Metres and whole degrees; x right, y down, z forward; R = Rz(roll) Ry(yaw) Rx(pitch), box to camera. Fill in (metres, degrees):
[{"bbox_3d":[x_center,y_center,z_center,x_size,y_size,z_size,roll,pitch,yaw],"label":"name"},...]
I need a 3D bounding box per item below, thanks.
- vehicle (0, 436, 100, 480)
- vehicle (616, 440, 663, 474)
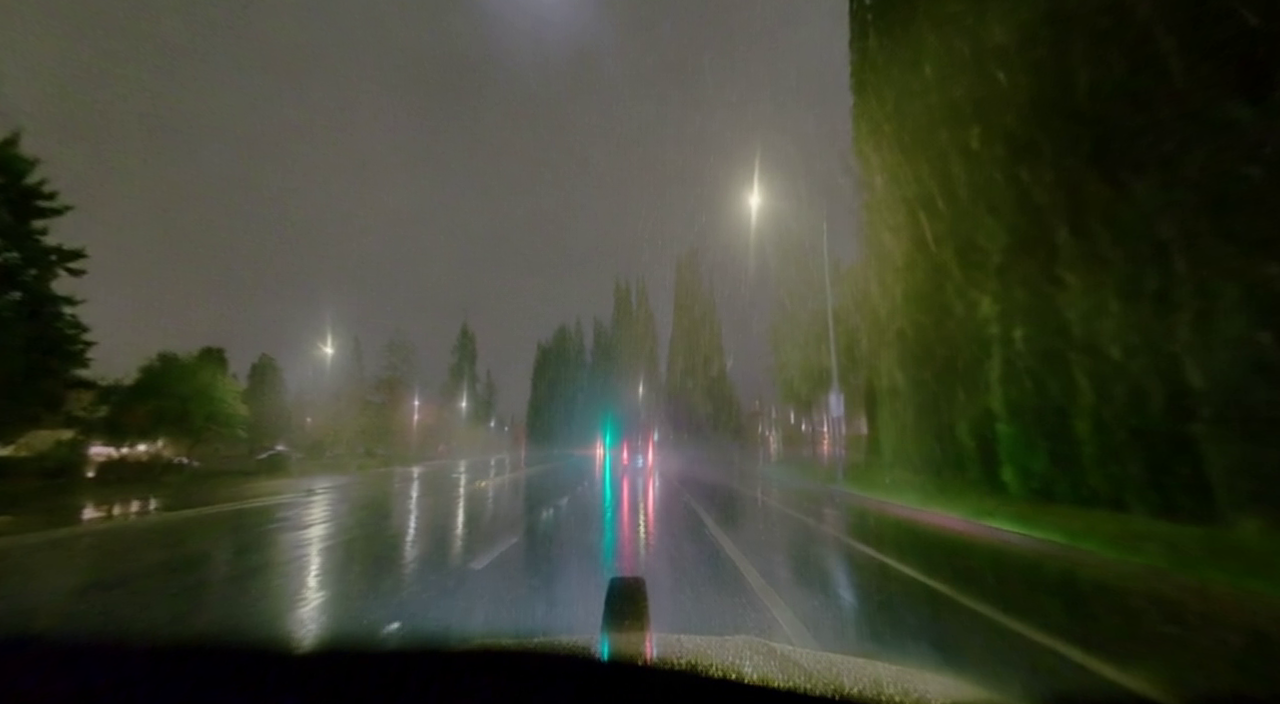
[{"bbox_3d":[-46.305,8.089,47.996,7.398,2.926,2.814,2,-7,-33],"label":"vehicle"},{"bbox_3d":[-0.002,4.834,29.327,2.009,1.456,4.003,0,-8,0],"label":"vehicle"}]
